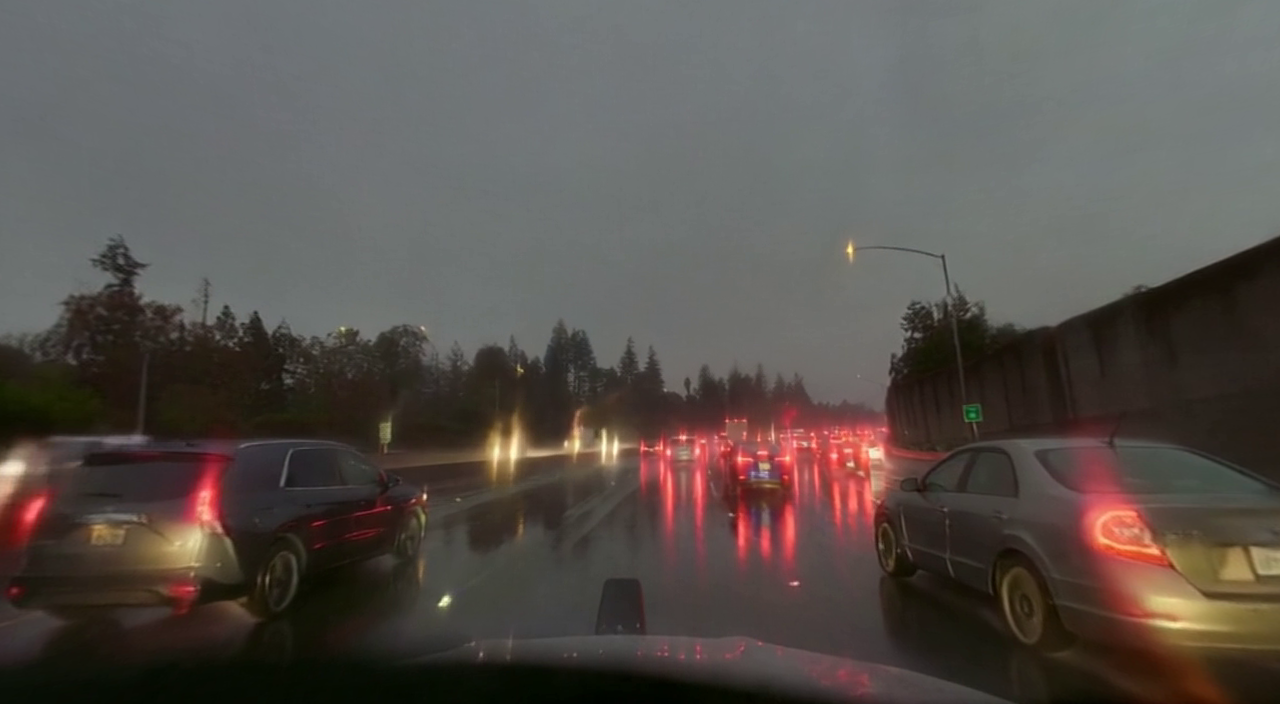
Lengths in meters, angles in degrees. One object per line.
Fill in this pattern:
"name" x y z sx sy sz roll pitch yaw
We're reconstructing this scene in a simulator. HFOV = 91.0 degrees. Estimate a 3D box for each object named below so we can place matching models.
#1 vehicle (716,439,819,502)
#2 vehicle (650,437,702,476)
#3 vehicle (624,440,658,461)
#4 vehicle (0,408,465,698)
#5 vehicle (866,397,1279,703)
"vehicle" 3.346 3.215 17.505 2.009 1.489 4.559 0 -9 1
"vehicle" 1.643 4.718 28.492 2.201 1.614 3.803 -1 -9 4
"vehicle" 0.123 7.436 47.502 2.059 1.516 4.236 -1 -9 7
"vehicle" -3.250 1.438 5.731 1.937 1.558 4.469 0 -9 1
"vehicle" 3.424 1.236 4.391 2.014 1.489 4.696 0 -9 1
